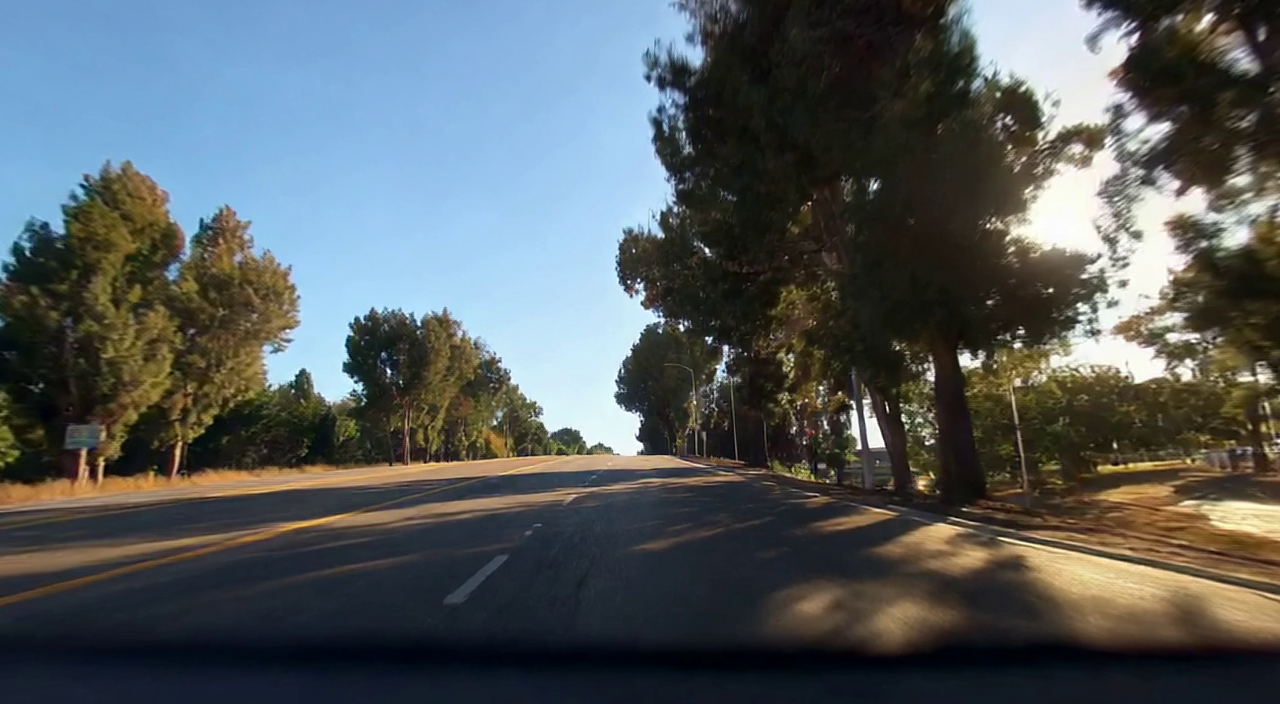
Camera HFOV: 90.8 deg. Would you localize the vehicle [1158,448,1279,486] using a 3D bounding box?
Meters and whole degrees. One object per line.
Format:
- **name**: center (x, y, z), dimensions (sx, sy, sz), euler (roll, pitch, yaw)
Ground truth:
- **vehicle**: center (36.461, 7.118, 39.265), dimensions (6.443, 2.084, 2.514), euler (-1, -9, -5)
